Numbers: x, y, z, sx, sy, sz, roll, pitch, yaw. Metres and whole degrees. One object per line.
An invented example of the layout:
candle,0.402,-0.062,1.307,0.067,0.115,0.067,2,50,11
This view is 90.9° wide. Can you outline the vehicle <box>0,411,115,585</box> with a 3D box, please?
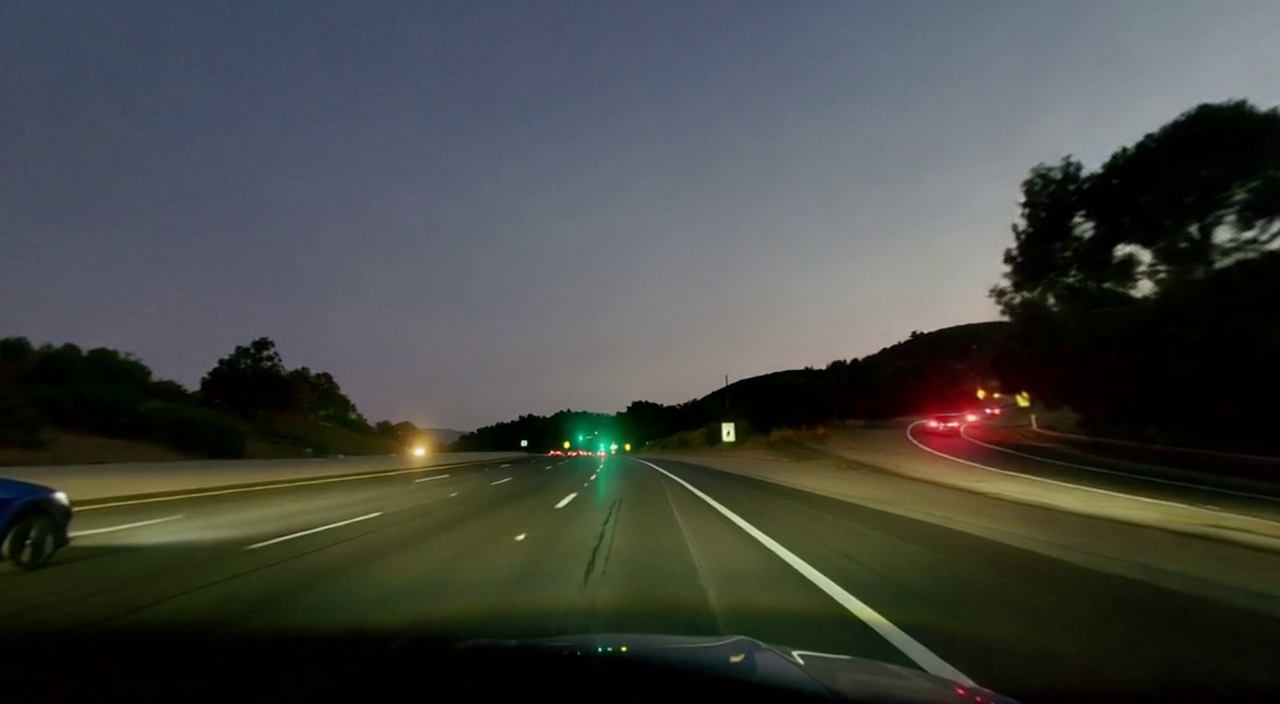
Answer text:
vehicle,-7.386,1.308,5.265,2.046,1.712,4.533,0,-8,0
